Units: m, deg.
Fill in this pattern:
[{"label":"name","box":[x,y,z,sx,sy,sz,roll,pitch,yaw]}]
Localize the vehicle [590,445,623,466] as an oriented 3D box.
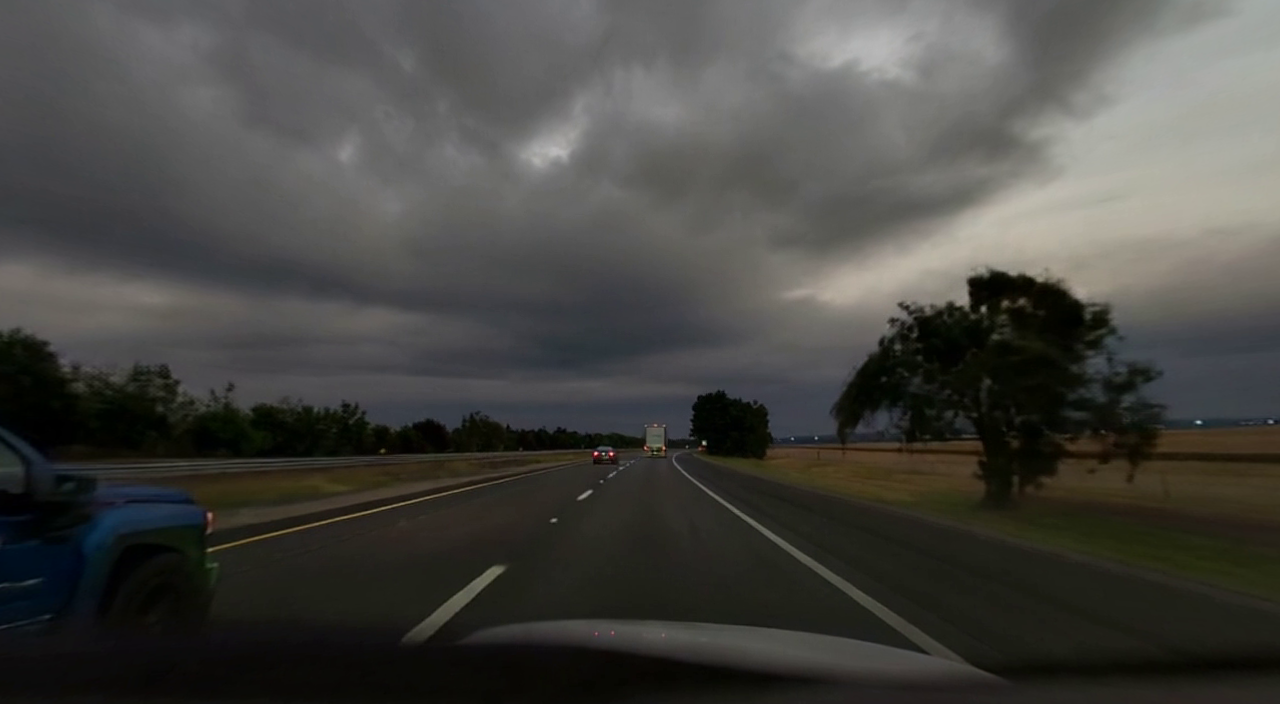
[{"label":"vehicle","box":[-2.540,8.039,48.927,2.199,1.555,4.451,0,-9,2]}]
